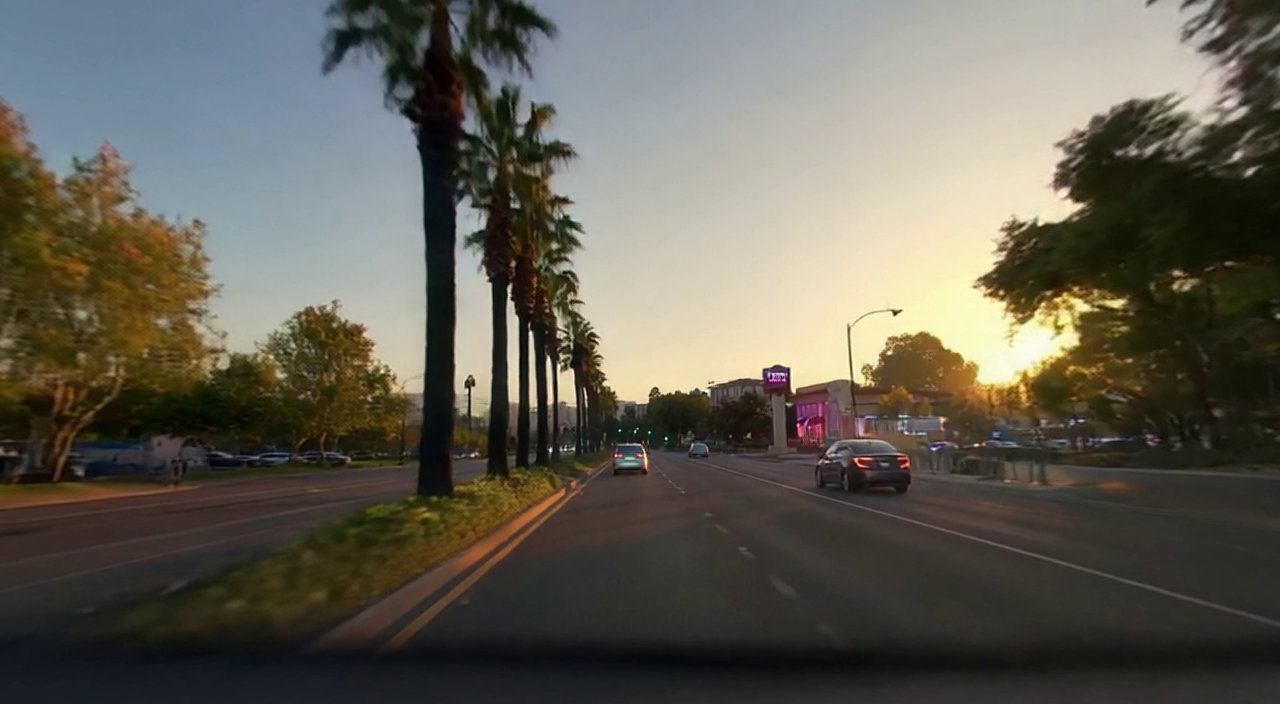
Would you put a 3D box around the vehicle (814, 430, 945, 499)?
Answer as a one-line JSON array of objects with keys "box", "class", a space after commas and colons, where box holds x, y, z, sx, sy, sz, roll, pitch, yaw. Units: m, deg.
[{"box": [6.380, 3.021, 17.325, 1.949, 1.647, 3.894, 0, -8, -2], "class": "vehicle"}]

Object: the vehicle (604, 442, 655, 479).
[{"box": [-0.421, 4.423, 25.910, 1.970, 1.402, 3.756, 0, -8, -1], "class": "vehicle"}]
